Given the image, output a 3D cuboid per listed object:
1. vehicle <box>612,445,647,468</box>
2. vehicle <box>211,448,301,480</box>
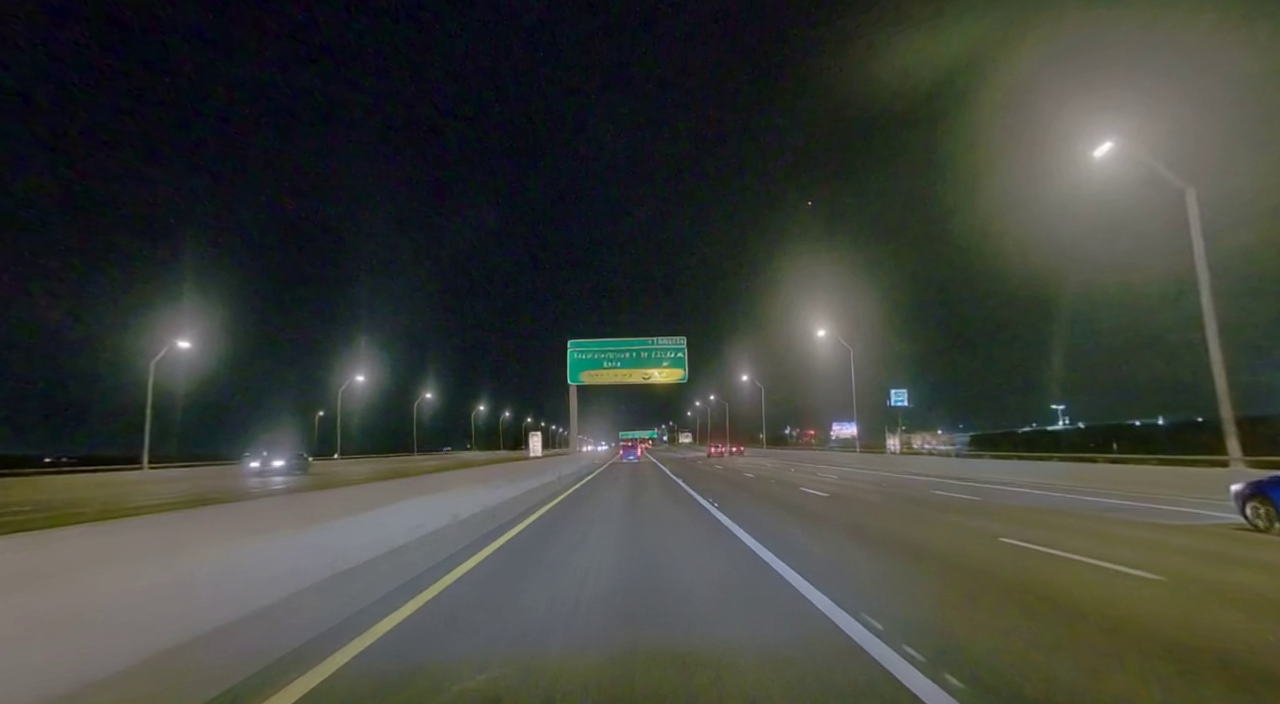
[{"bbox_3d":[-0.593,6.235,37.895,2.004,1.259,3.781,1,-8,0],"label":"vehicle"},{"bbox_3d":[-21.176,6.176,35.152,2.001,1.573,4.861,0,-8,-1],"label":"vehicle"}]
